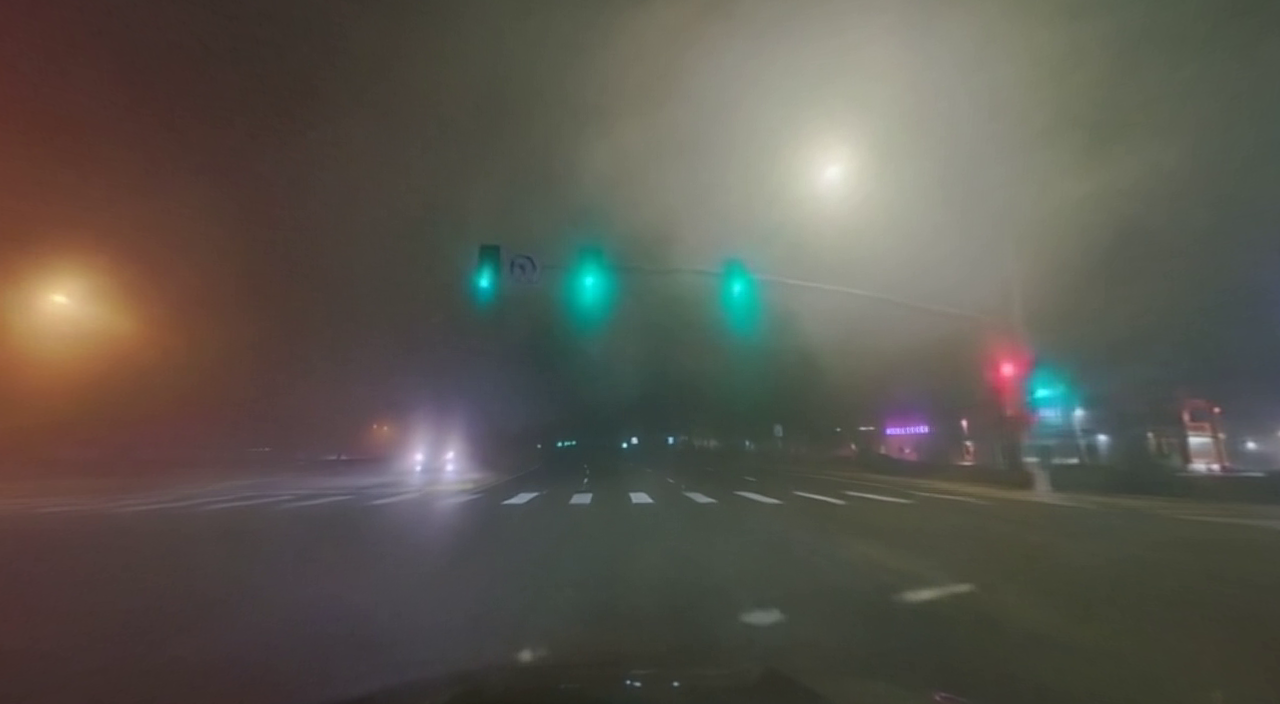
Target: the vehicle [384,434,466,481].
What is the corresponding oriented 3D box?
[{"bbox_3d":[-9.095,4.498,27.209,2.175,1.795,4.640,0,-9,-4],"label":"vehicle"}]
